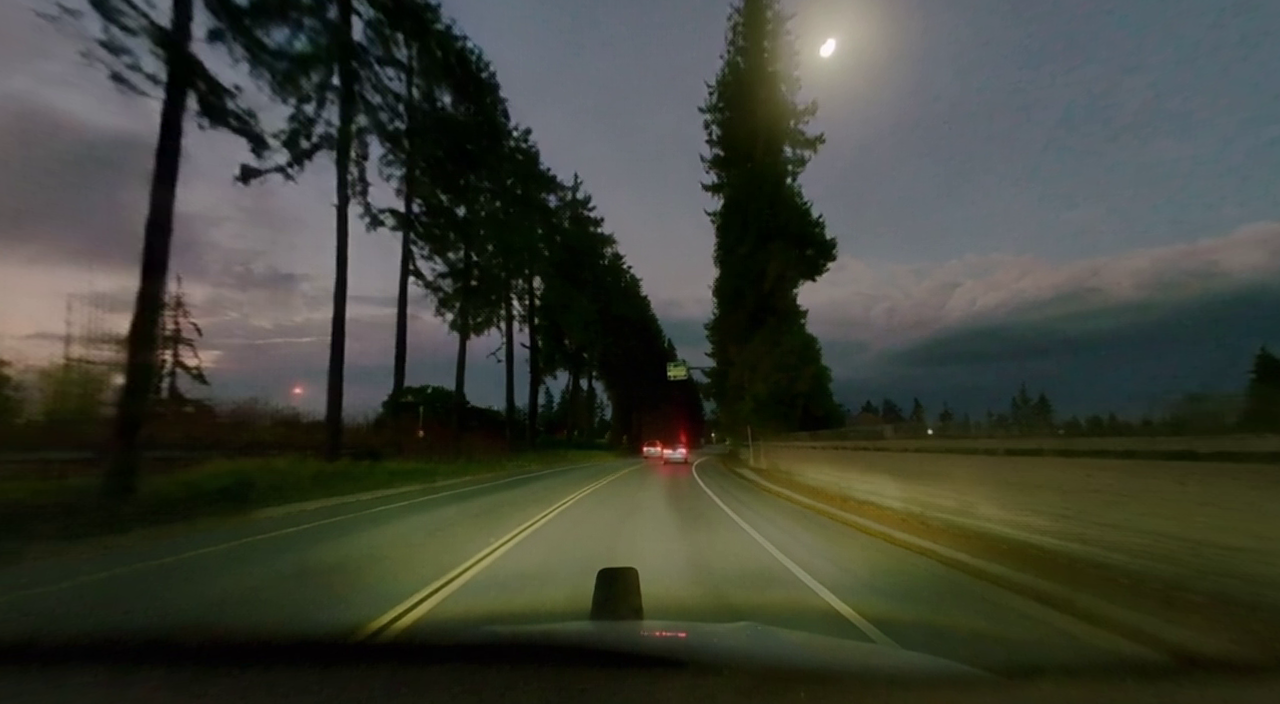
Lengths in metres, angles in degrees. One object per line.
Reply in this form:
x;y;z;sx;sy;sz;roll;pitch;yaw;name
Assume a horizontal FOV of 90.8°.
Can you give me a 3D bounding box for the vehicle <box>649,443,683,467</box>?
1.785;6.909;42.574;2.071;1.474;4.047;-1;-8;6;vehicle
